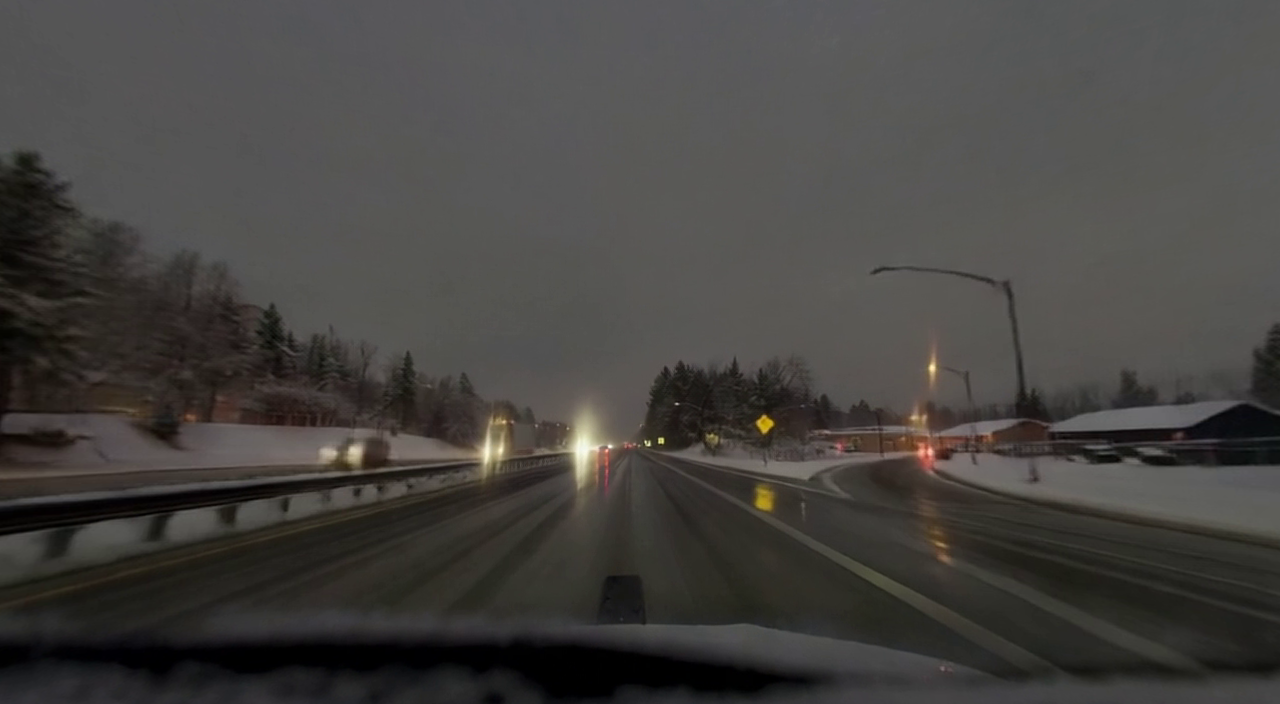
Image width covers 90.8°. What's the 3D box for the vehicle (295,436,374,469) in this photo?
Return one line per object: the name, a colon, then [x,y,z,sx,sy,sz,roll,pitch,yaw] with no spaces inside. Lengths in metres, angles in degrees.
vehicle: [-15.441,5.119,32.163,1.848,1.517,4.275,0,-9,0]
